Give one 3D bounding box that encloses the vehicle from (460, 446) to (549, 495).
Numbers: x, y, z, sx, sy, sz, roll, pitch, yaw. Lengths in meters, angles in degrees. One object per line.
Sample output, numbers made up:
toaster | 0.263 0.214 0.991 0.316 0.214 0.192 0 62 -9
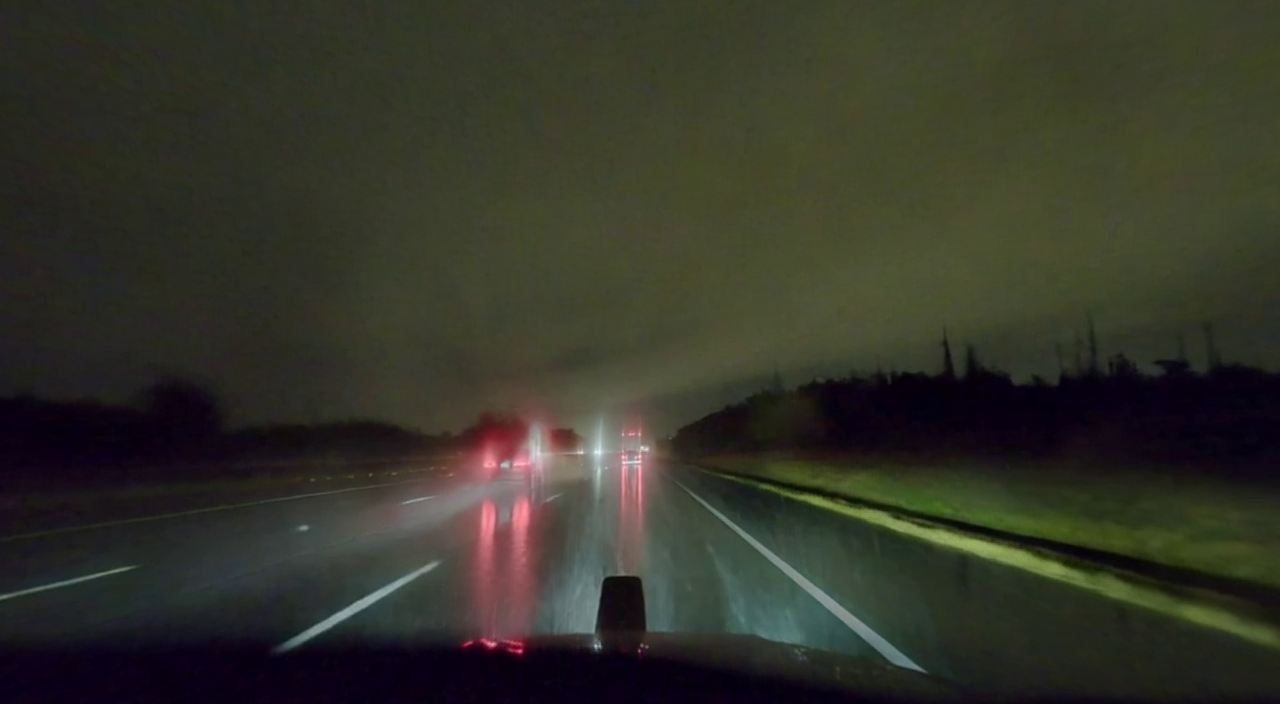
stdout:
vehicle | -4.753 4.226 22.985 2.108 1.573 5.000 0 -9 0
